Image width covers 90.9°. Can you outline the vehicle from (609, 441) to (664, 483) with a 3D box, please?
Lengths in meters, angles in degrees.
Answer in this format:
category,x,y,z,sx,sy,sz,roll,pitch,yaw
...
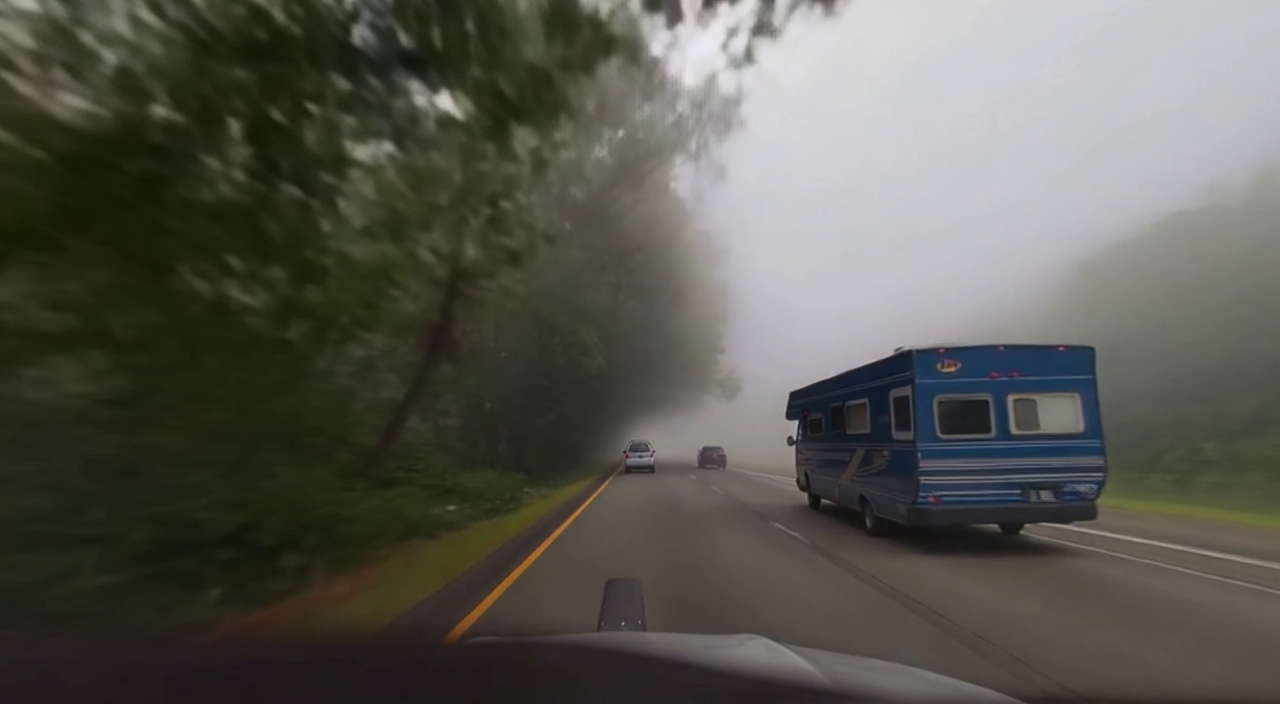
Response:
category,x,y,z,sx,sy,sz,roll,pitch,yaw
vehicle,-0.174,4.575,26.397,2.120,1.575,4.018,0,-9,-1

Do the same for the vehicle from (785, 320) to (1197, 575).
category,x,y,z,sx,sy,sz,roll,pitch,yaw
vehicle,4.687,1.585,10.571,2.745,2.832,7.035,0,-9,0

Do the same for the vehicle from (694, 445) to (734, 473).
category,x,y,z,sx,sy,sz,roll,pitch,yaw
vehicle,4.063,5.929,35.042,1.757,1.459,3.398,0,-9,-1
